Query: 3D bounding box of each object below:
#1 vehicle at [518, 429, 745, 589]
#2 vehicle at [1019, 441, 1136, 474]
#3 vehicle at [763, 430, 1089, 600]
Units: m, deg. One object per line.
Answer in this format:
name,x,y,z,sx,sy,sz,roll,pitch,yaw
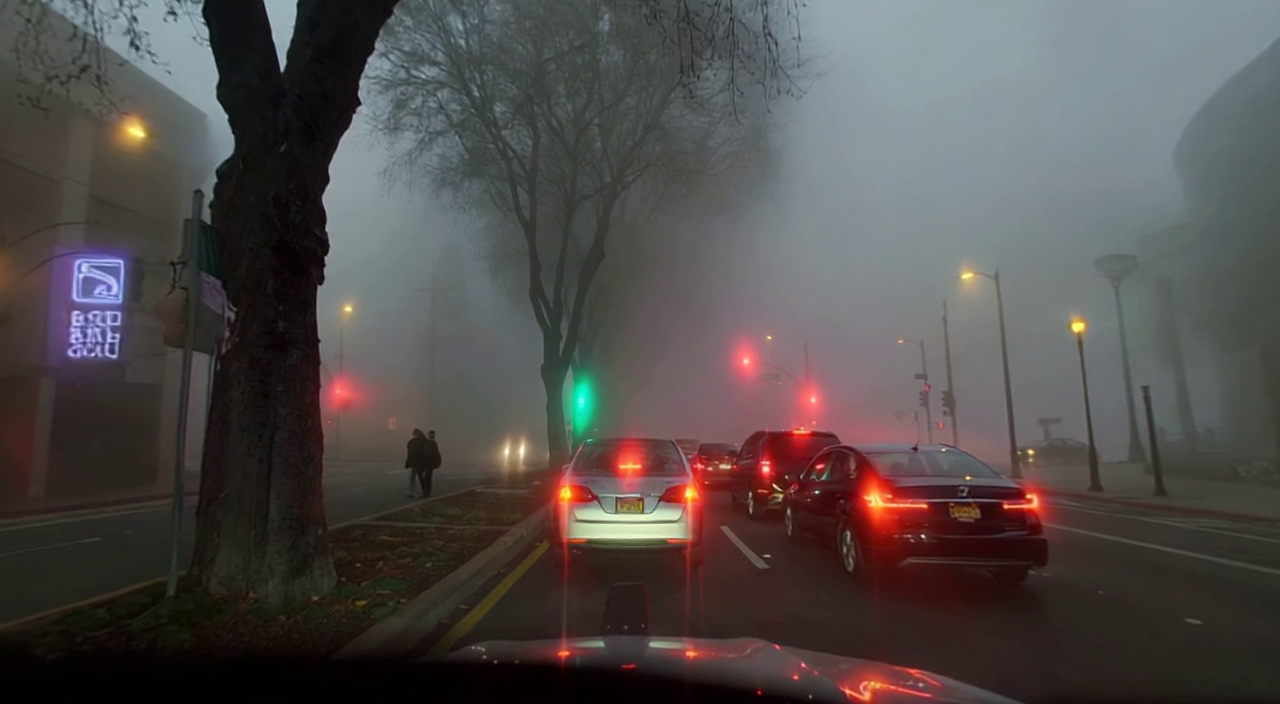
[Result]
vehicle,-0.100,1.757,7.950,2.087,1.456,4.143,0,-8,-1
vehicle,23.085,5.557,33.413,4.610,1.622,1.934,-1,-8,4
vehicle,2.908,1.733,7.663,1.893,1.446,4.270,0,-8,-1
